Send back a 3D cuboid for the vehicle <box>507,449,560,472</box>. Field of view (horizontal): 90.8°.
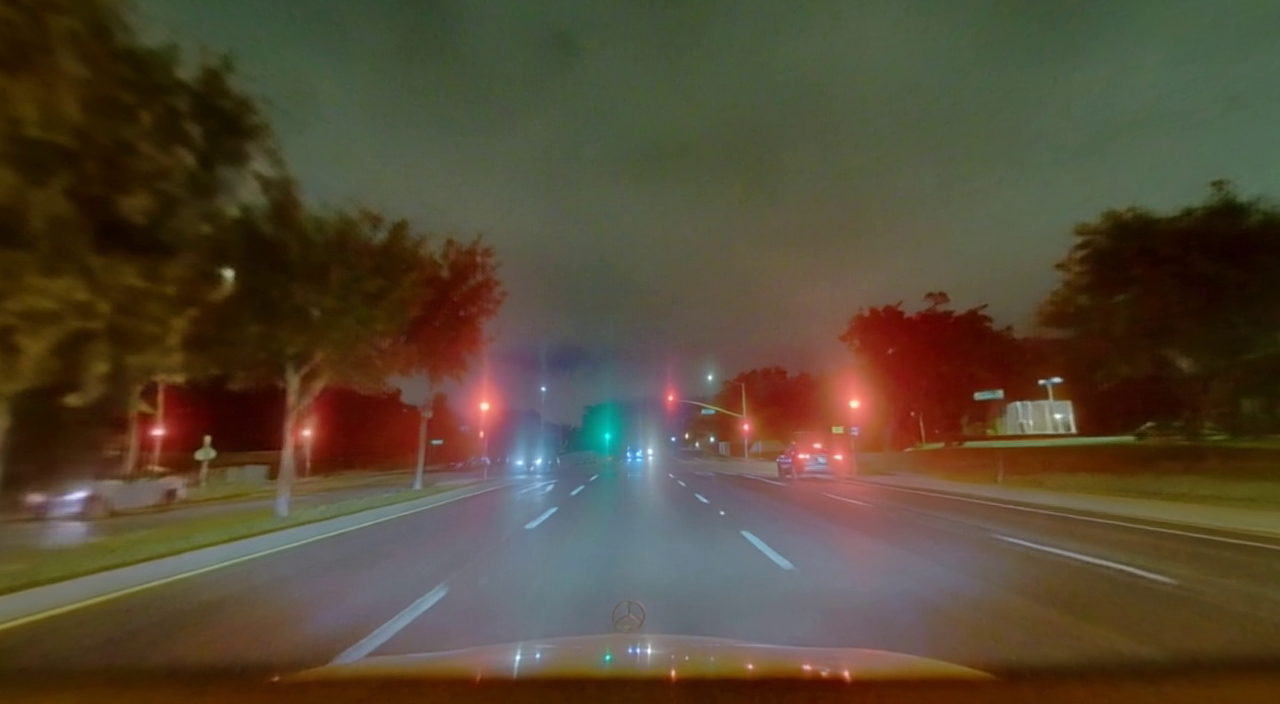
[{"bbox_3d":[-7.213,7.264,42.534,2.065,1.477,4.519,4,-10,-29],"label":"vehicle"}]

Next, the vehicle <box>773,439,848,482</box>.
[{"bbox_3d":[7.309,4.685,27.590,2.011,1.710,4.357,0,-9,0],"label":"vehicle"}]

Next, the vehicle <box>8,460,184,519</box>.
[{"bbox_3d":[-17.708,4.447,20.904,1.895,1.644,4.160,-1,-9,4],"label":"vehicle"}]
